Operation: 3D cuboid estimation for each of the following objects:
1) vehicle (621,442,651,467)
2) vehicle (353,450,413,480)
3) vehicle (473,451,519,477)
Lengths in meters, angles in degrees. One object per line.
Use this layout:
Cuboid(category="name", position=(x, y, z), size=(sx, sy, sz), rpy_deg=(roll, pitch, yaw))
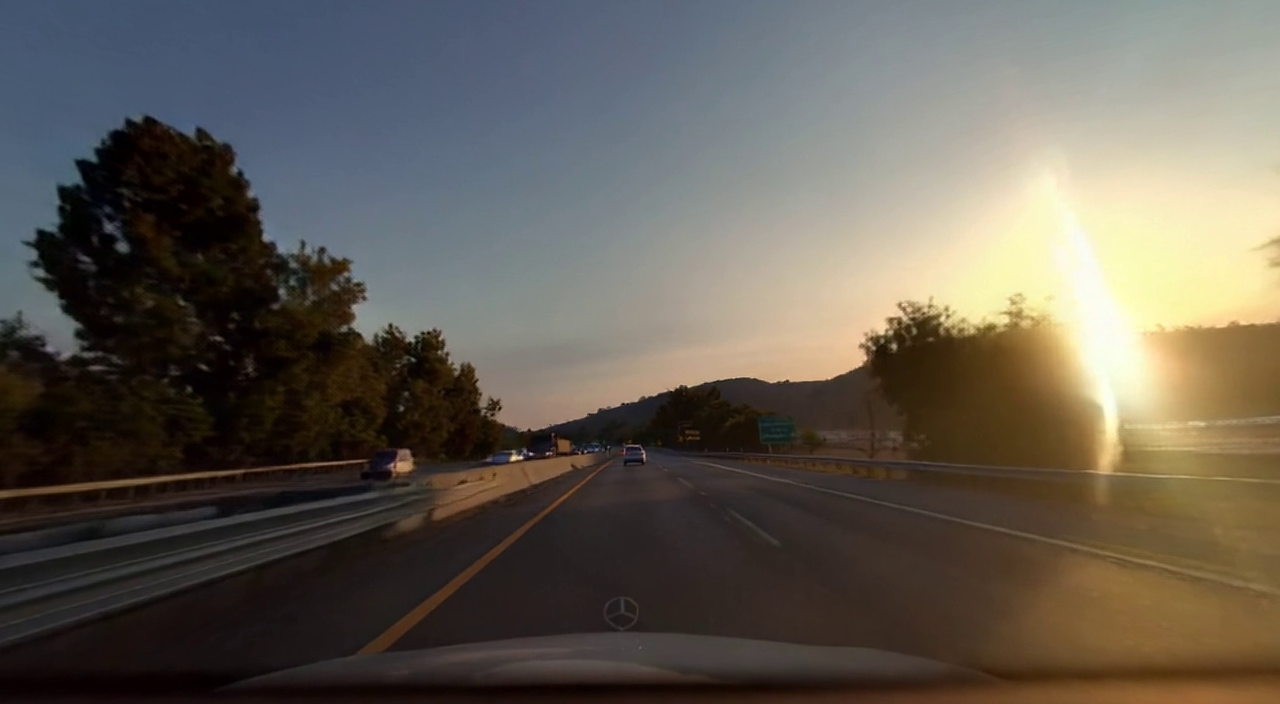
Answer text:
Cuboid(category="vehicle", position=(-0.301, 7.379, 45.259), size=(2.098, 1.692, 4.038), rpy_deg=(0, -9, -1))
Cuboid(category="vehicle", position=(-14.250, 6.275, 34.957), size=(1.808, 1.545, 3.611), rpy_deg=(0, -9, 1))
Cuboid(category="vehicle", position=(-8.784, 6.850, 38.504), size=(1.852, 1.487, 3.890), rpy_deg=(0, -9, 1))
